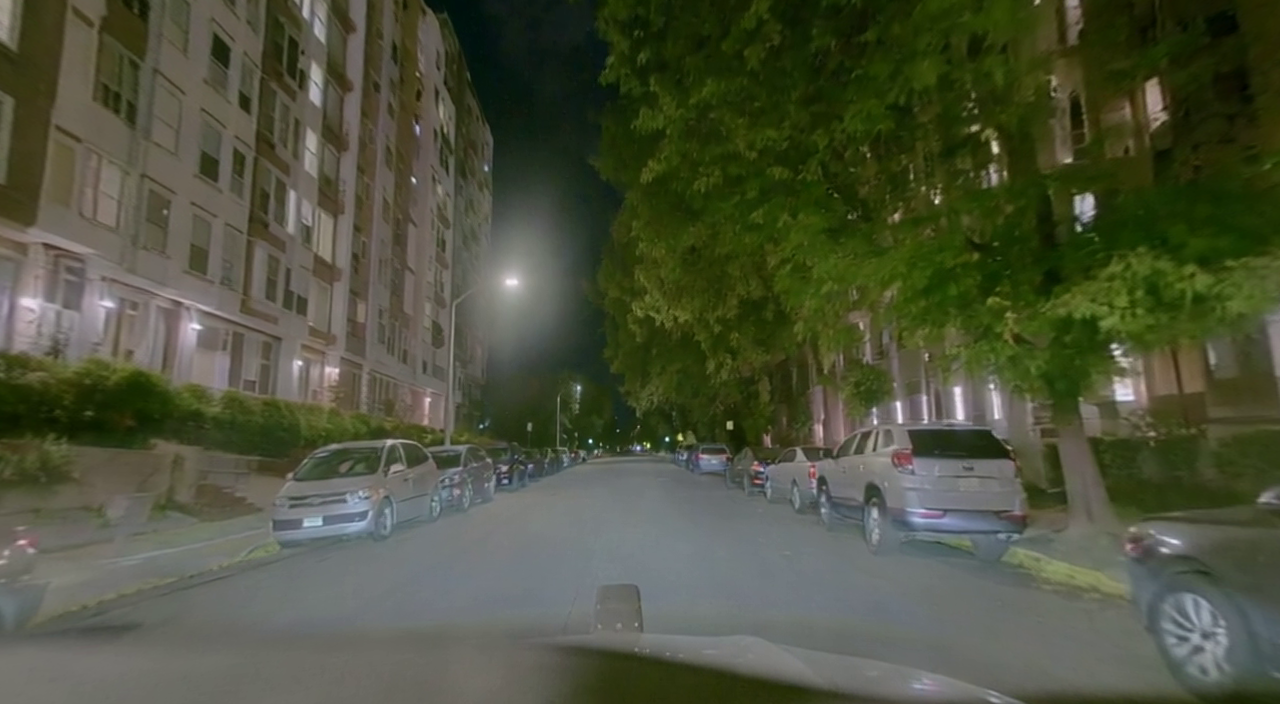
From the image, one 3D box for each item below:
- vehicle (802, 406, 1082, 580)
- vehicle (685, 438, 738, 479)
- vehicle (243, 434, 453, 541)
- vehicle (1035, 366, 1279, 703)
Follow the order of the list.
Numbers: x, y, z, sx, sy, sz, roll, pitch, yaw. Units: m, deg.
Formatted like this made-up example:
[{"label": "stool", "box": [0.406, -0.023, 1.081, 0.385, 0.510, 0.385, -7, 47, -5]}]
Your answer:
[{"label": "vehicle", "box": [3.834, 1.849, 9.146, 1.911, 1.835, 4.599, 0, -8, 2]}, {"label": "vehicle", "box": [3.374, 5.136, 30.831, 1.912, 1.781, 5.159, 0, -8, -1]}, {"label": "vehicle", "box": [-5.232, 2.413, 12.002, 2.274, 1.679, 3.639, 0, -8, -1]}, {"label": "vehicle", "box": [3.728, 0.815, 1.944, 1.886, 1.727, 4.678, 0, -8, -1]}]
